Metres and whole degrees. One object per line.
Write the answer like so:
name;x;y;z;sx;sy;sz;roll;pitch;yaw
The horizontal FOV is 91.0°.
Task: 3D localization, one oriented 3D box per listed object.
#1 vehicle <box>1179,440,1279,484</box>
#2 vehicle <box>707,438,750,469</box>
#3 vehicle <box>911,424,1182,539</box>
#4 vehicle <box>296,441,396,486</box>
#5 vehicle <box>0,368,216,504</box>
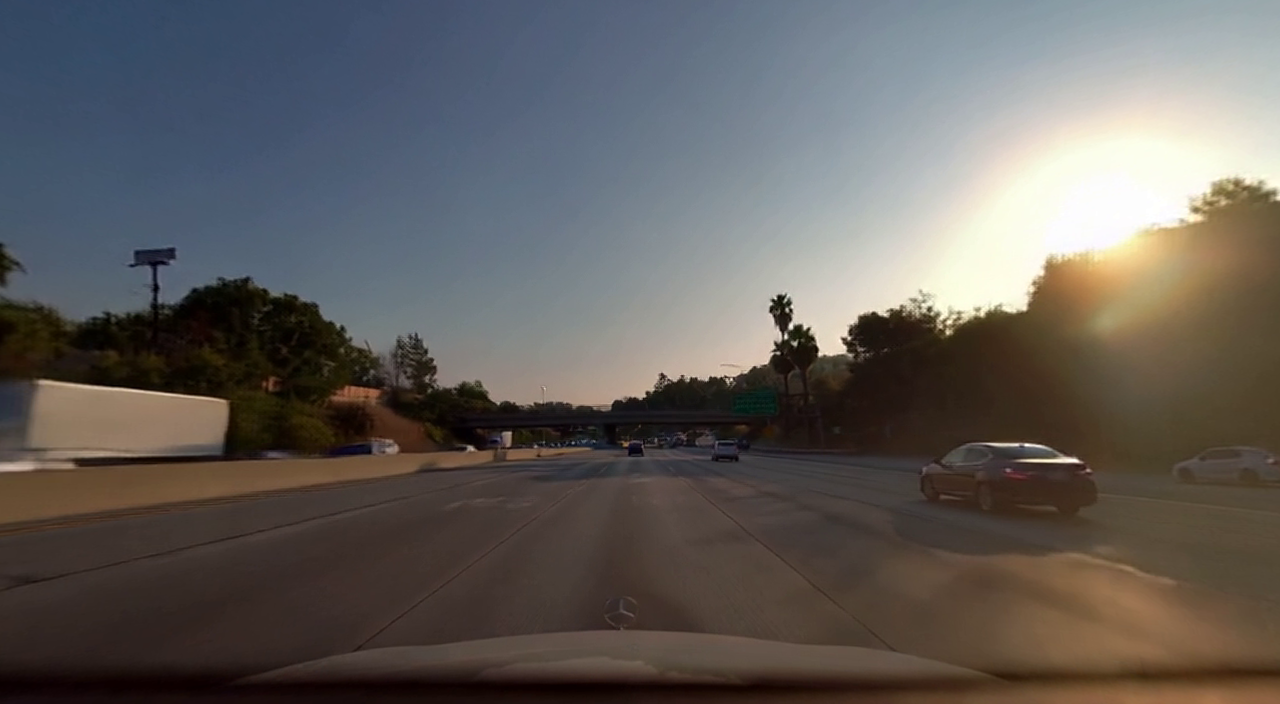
vehicle;25.110;4.478;25.929;1.887;1.642;4.592;0;-8;3
vehicle;5.235;6.067;37.703;2.035;1.704;3.867;0;-8;0
vehicle;6.811;2.192;11.298;1.902;1.623;4.360;0;-8;-1
vehicle;-11.999;4.543;26.061;1.960;1.681;4.480;0;-8;0
vehicle;-19.755;3.029;22.144;2.957;3.852;9.397;0;-8;1
